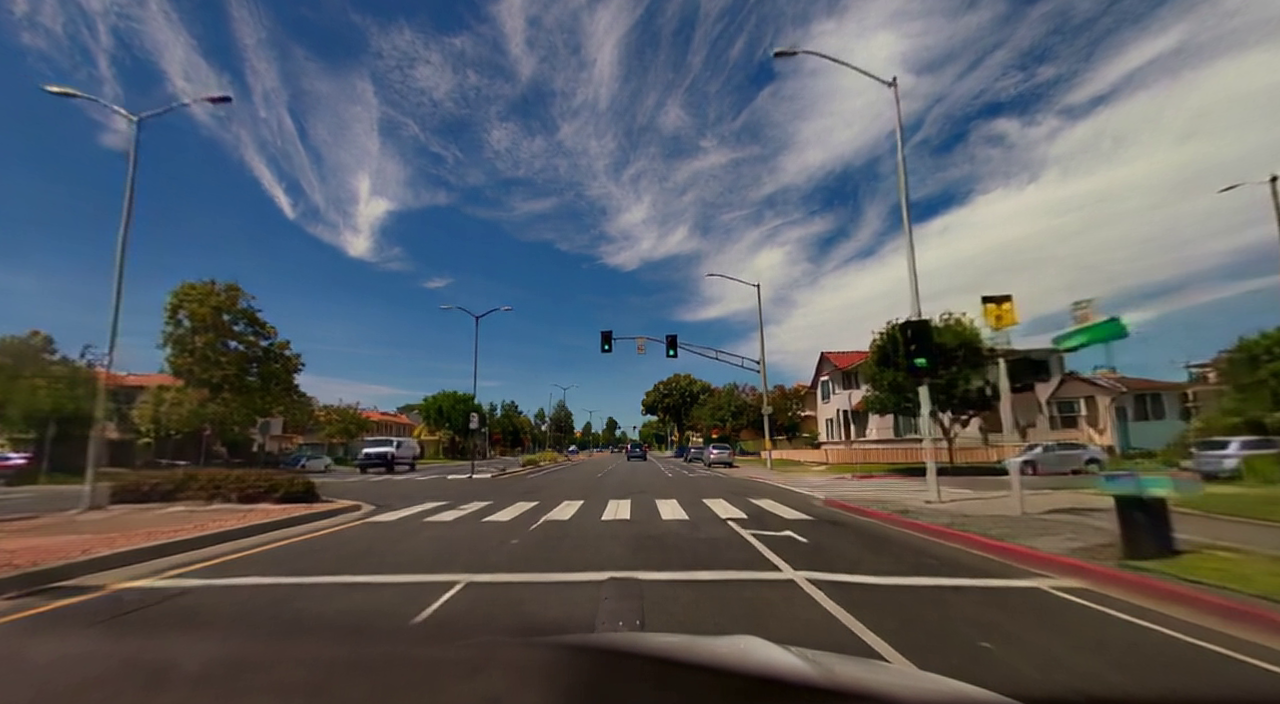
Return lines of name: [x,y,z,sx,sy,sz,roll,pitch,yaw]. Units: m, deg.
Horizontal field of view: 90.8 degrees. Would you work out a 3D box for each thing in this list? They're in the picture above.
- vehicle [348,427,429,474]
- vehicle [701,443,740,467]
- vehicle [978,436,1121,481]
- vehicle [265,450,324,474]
vehicle: [-16.773,6.619,42.686,2.620,2.901,6.931,0,-9,0]
vehicle: [5.544,7.160,44.042,2.066,1.552,4.799,0,-8,-1]
vehicle: [16.844,4.389,26.148,4.561,1.723,2.030,0,-9,-5]
vehicle: [-25.979,8.277,47.724,1.912,1.681,4.625,0,-9,-1]
